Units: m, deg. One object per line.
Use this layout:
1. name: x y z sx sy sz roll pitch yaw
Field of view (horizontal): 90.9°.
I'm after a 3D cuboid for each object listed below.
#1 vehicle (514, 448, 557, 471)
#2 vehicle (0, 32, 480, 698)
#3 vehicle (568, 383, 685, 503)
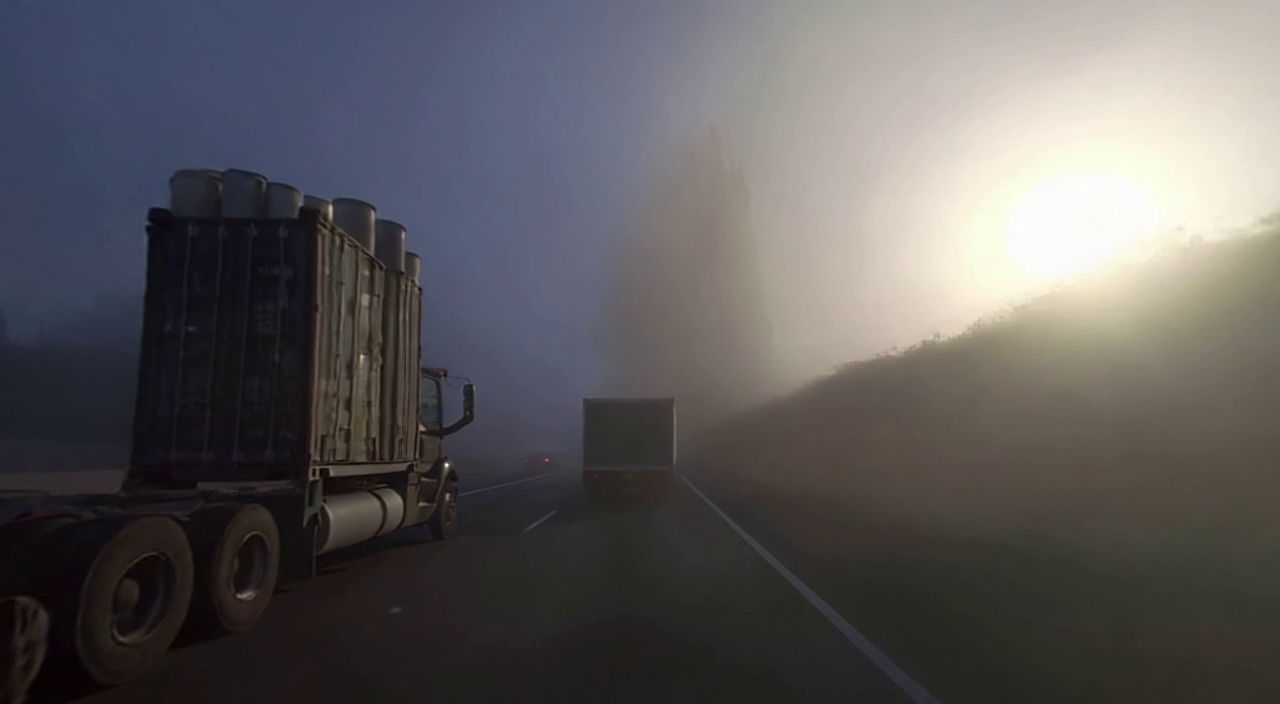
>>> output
1. vehicle: -7.005 7.266 42.771 2.006 1.458 4.700 0 -8 2
2. vehicle: -4.053 0.362 6.657 2.998 3.992 5.800 0 -8 2
3. vehicle: -0.800 2.980 20.687 2.798 3.071 8.412 1 -9 -8
